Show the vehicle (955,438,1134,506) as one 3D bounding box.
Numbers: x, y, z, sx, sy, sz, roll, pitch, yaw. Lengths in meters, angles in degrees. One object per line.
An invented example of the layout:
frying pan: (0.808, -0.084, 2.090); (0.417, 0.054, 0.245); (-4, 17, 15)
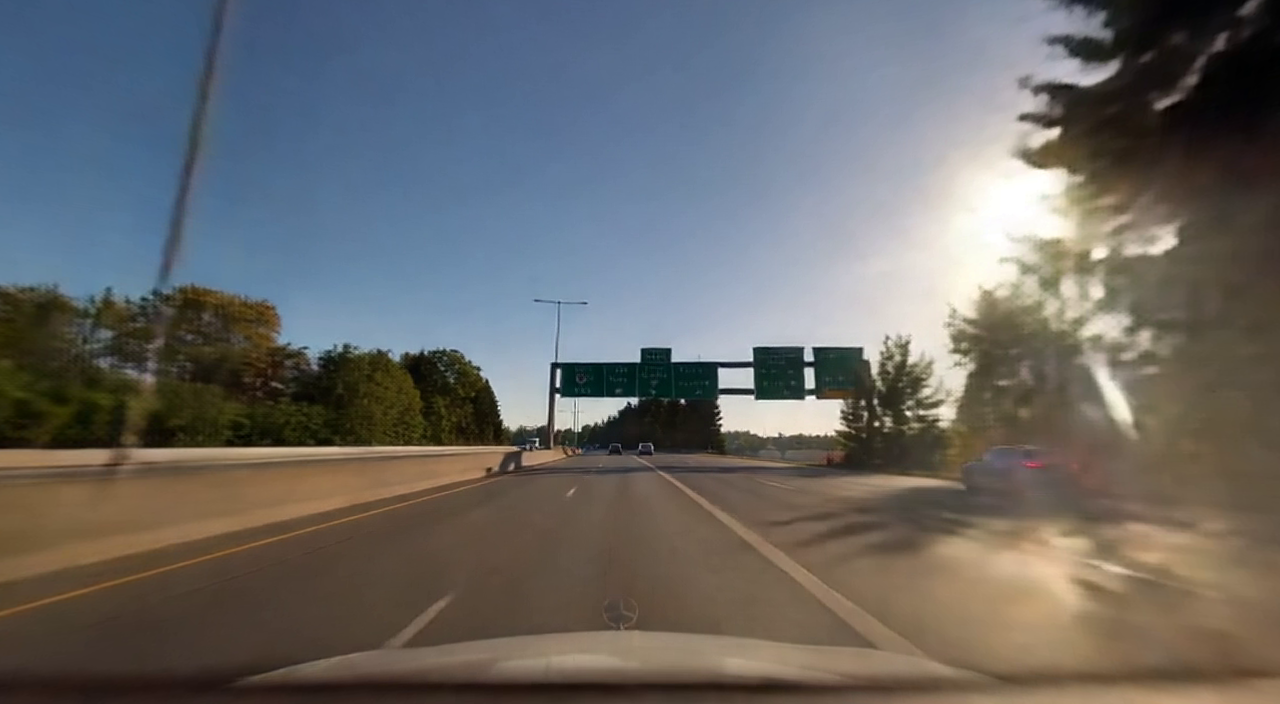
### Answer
vehicle: (9.832, 2.930, 15.648); (1.853, 1.463, 3.780); (0, -9, -1)
